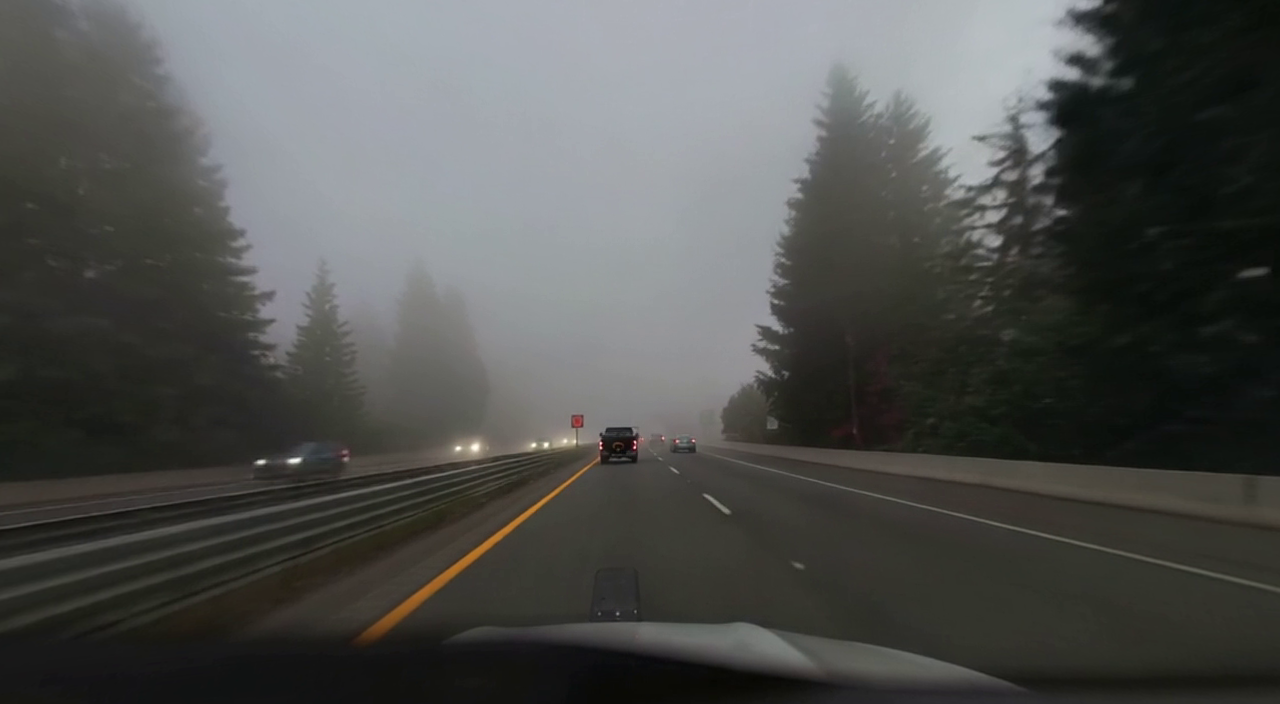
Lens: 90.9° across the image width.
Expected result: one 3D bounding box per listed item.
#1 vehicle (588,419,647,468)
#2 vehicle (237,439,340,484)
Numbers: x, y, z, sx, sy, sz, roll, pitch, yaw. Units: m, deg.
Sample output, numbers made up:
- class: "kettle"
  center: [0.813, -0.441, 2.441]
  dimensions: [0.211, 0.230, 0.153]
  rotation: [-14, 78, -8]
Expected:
- class: "vehicle"
  center: [-1.011, 4.186, 29.003]
  dimensions: [2.503, 2.044, 4.633]
  rotation: [0, -8, -1]
- class: "vehicle"
  center: [-14.140, 4.389, 25.618]
  dimensions: [1.878, 1.649, 3.987]
  rotation: [0, -8, 0]
